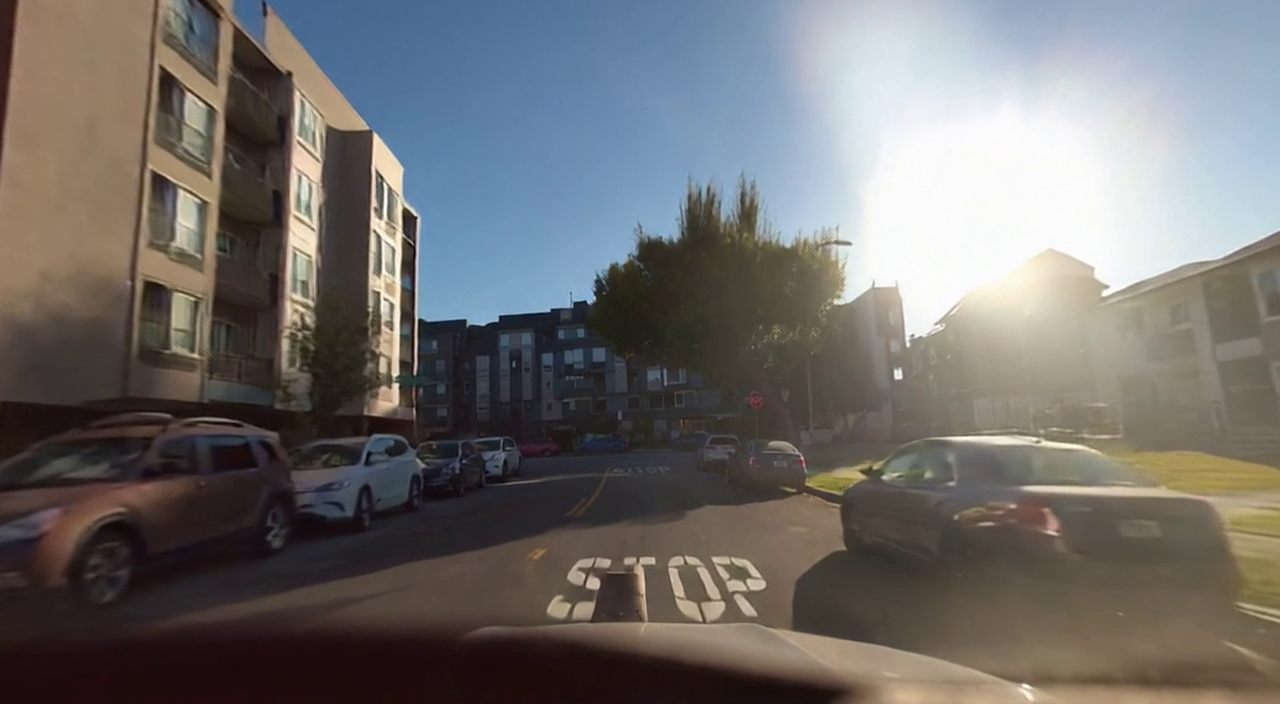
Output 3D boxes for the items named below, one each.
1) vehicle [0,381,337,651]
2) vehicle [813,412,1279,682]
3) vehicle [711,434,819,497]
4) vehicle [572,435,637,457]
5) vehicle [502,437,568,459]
[{"bbox_3d":[-5.521,1.506,6.912,2.216,1.953,4.553,0,-8,-2],"label":"vehicle"},{"bbox_3d":[3.346,1.405,5.908,2.008,1.479,4.622,0,-8,-2],"label":"vehicle"},{"bbox_3d":[3.256,3.043,17.451,1.919,1.490,4.339,0,-8,-2],"label":"vehicle"},{"bbox_3d":[-2.477,6.636,44.509,4.489,1.470,1.776,0,-8,-3],"label":"vehicle"},{"bbox_3d":[-7.296,6.731,44.221,4.423,1.449,1.813,0,-8,-5],"label":"vehicle"}]
